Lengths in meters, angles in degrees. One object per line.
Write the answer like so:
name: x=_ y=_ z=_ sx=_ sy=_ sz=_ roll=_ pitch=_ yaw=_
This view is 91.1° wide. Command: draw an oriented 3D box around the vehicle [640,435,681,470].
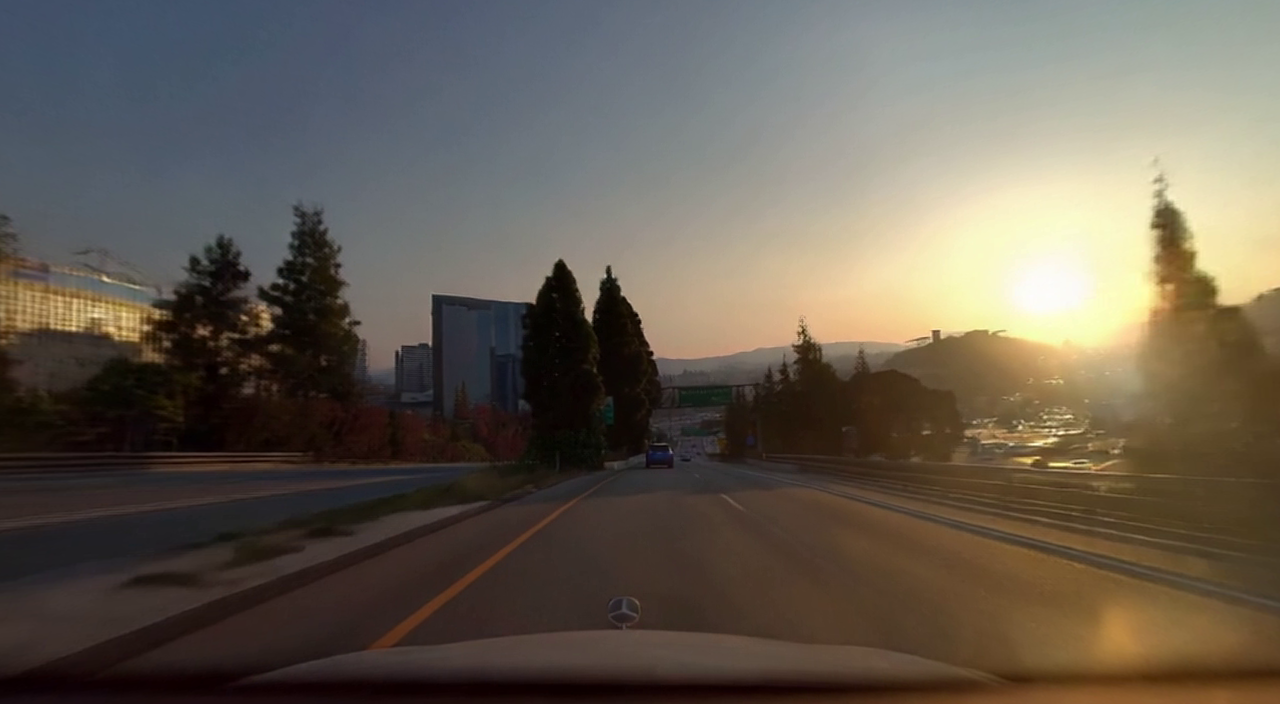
vehicle: x=1.353 y=6.623 z=41.438 sx=2.546 sy=2.126 sz=5.153 roll=0 pitch=-8 yaw=2
